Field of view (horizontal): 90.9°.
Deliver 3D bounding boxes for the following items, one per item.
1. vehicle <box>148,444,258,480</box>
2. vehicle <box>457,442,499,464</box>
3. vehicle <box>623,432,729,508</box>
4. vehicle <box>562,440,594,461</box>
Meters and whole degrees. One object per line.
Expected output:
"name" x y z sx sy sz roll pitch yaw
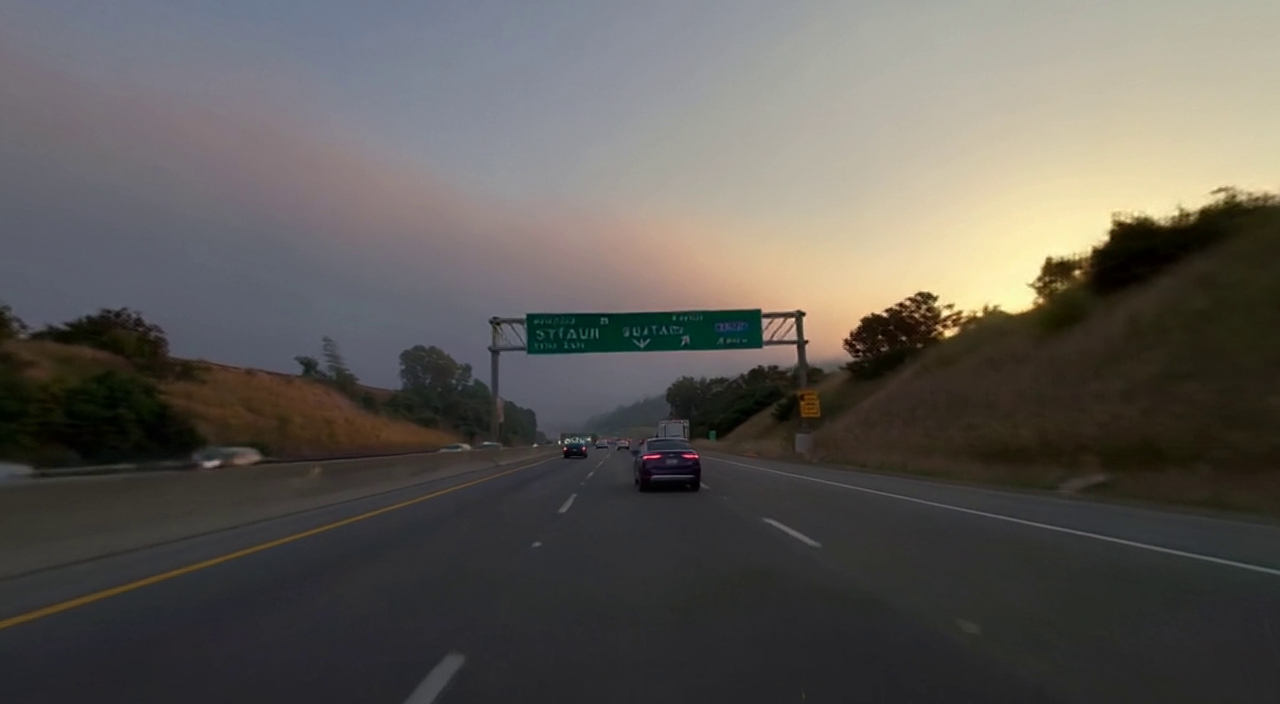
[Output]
"vehicle" -19.555 4.903 28.477 1.888 1.443 4.473 0 -8 -2
"vehicle" -12.187 7.608 47.678 2.060 1.505 4.442 0 -8 -1
"vehicle" 0.649 2.671 14.932 1.961 1.495 4.743 1 -8 -3
"vehicle" -4.516 7.204 46.484 2.055 1.466 4.317 0 -8 -2
